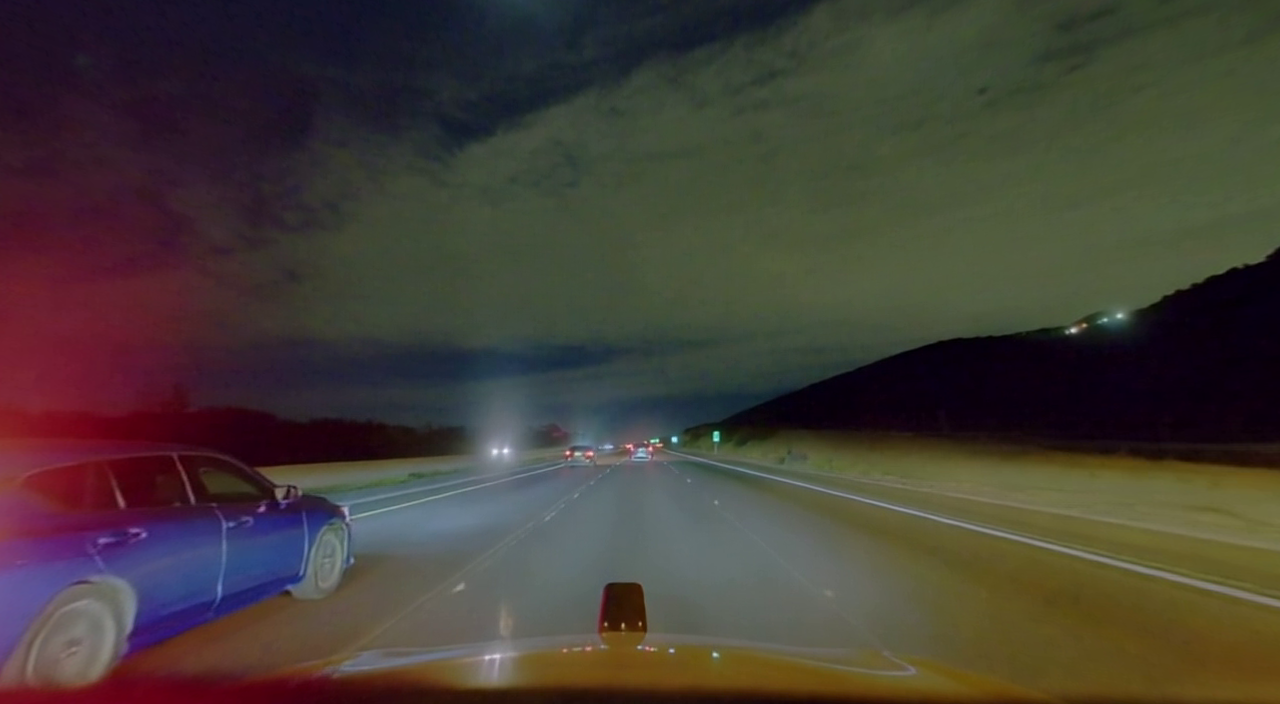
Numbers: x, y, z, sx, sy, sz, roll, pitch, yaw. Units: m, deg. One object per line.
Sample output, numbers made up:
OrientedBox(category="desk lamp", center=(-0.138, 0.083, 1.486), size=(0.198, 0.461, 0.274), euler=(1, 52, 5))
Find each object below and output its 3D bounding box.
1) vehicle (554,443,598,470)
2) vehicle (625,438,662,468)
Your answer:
OrientedBox(category="vehicle", center=(-3.745, 6.182, 37.254), size=(2.082, 1.485, 4.237), euler=(0, -8, 1))
OrientedBox(category="vehicle", center=(0.251, 6.599, 41.217), size=(2.272, 1.836, 4.866), euler=(0, -8, 0))
